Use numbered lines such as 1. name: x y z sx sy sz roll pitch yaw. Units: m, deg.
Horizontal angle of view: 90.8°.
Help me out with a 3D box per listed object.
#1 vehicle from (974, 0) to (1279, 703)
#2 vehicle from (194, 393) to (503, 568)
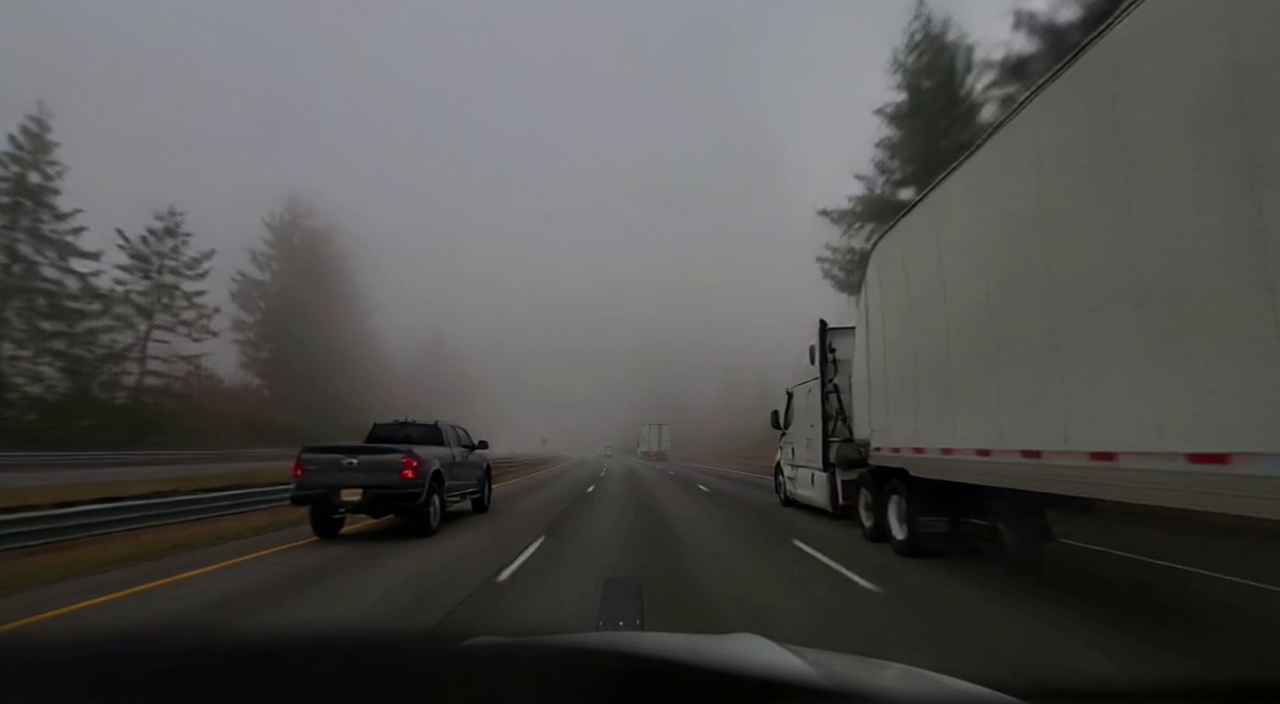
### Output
1. vehicle: 4.274 -0.487 1.017 2.826 4.035 8.369 0 -9 1
2. vehicle: -3.822 1.827 9.655 2.337 1.942 4.984 0 -9 0
